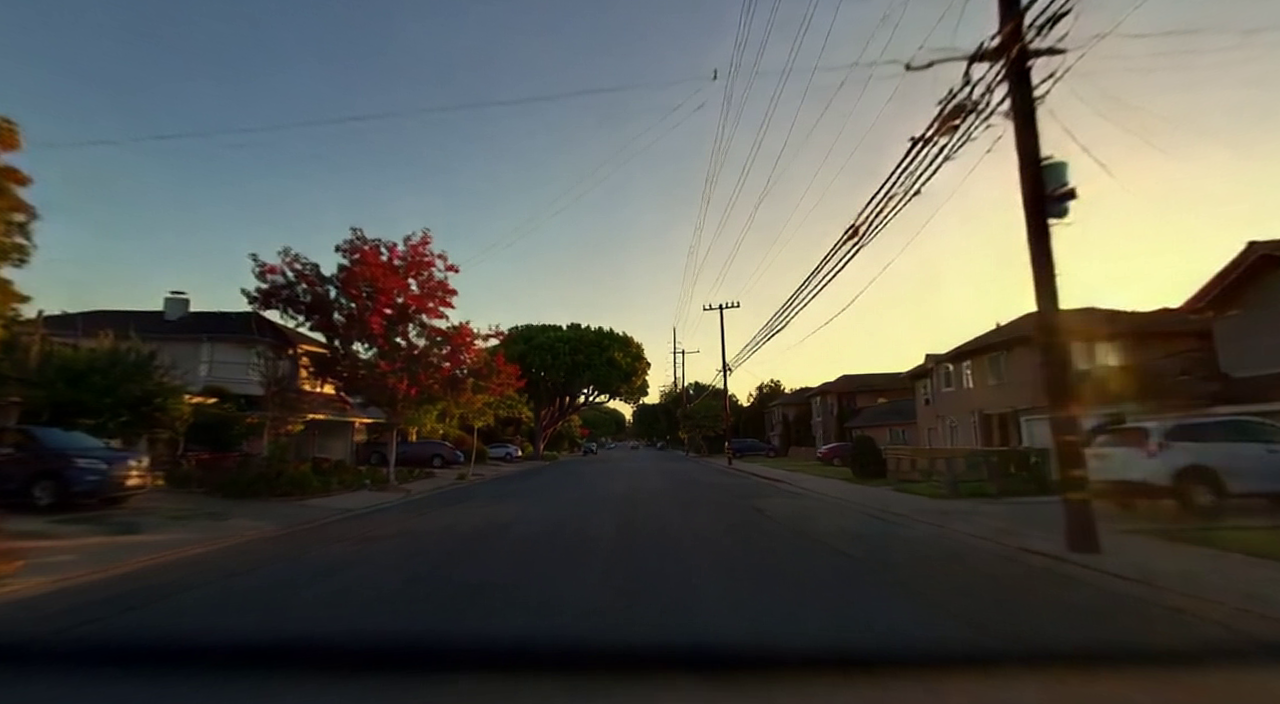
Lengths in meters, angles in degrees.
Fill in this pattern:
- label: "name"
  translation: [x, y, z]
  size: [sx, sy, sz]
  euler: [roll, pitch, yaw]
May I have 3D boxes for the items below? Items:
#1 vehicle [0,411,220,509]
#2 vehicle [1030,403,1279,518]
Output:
- label: "vehicle"
  translation: [-12.365, 2.236, 13.306]
  size: [5.186, 1.842, 2.465]
  euler: [0, -8, -1]
- label: "vehicle"
  translation: [10.255, 1.875, 11.169]
  size: [5.221, 1.798, 2.211]
  euler: [0, -8, -2]
